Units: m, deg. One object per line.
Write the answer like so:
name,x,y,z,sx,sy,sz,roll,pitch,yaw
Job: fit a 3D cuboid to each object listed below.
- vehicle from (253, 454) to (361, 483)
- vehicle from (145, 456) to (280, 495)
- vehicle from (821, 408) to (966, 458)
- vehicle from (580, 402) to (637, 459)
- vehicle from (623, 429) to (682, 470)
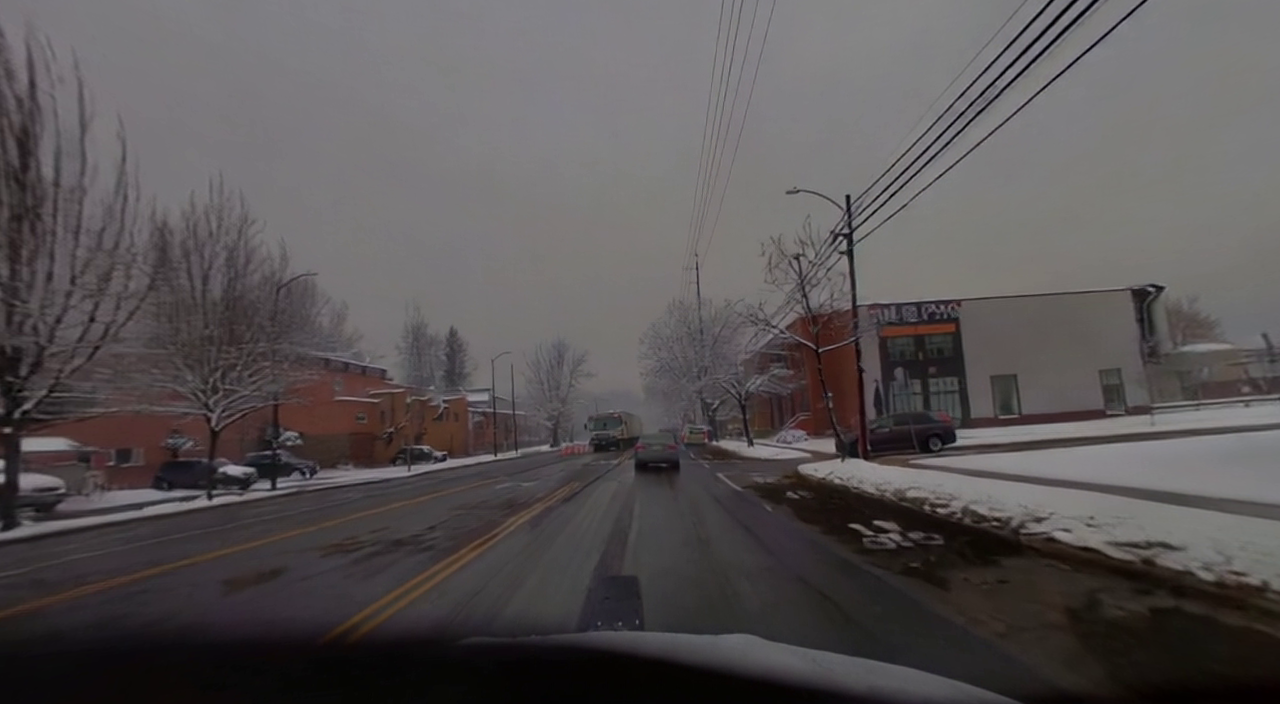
vehicle,-18.763,6.543,35.690,4.952,1.510,2.115,-1,-7,5
vehicle,-19.678,5.680,29.245,4.696,1.513,2.243,-1,-7,3
vehicle,10.200,3.288,25.708,4.859,1.914,2.333,0,-7,-4
vehicle,-1.828,5.312,42.931,2.977,3.271,12.748,0,-7,1
vehicle,0.520,3.845,25.390,2.159,1.506,4.086,0,-7,2
